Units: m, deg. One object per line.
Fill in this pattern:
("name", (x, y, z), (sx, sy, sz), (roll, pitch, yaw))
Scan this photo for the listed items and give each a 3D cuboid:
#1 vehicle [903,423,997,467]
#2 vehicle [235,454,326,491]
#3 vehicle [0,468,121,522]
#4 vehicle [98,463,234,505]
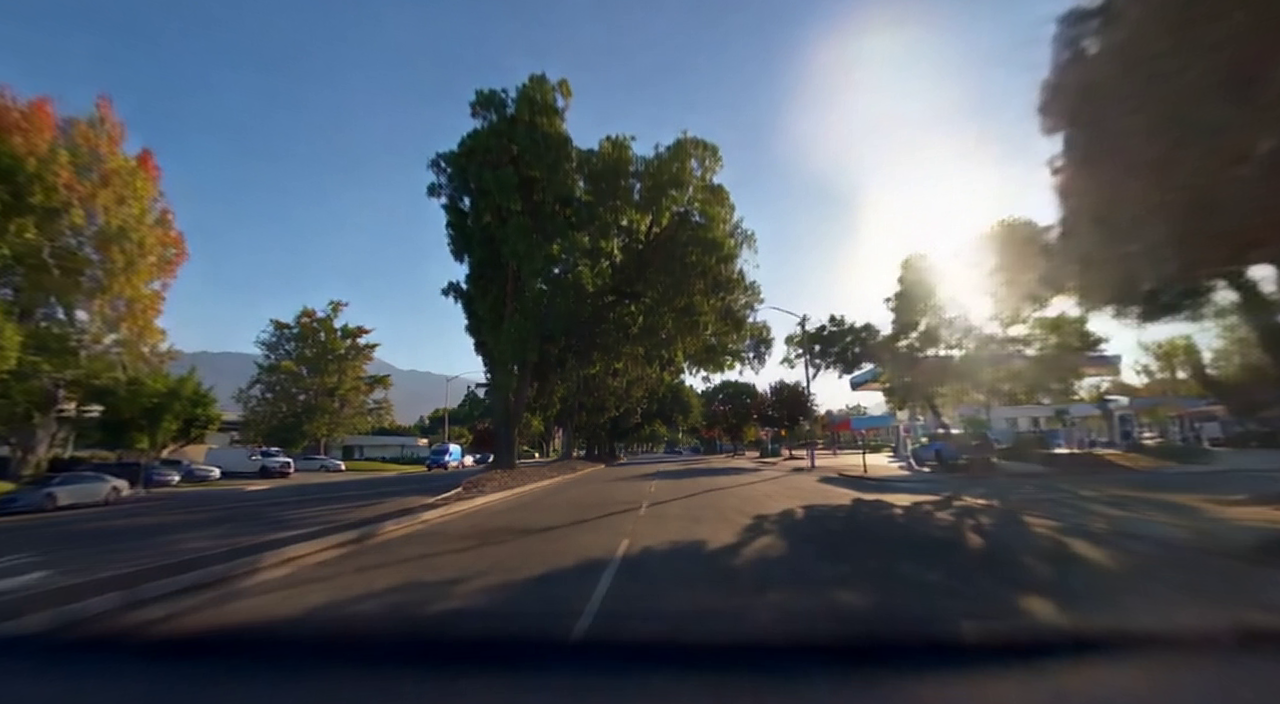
("vehicle", (14.472, 4.414, 29.871), (2.108, 1.877, 4.807), (-1, -9, 2))
("vehicle", (-19.510, 6.503, 34.558), (1.988, 1.785, 4.802), (-1, -9, 2))
("vehicle", (-20.220, 4.652, 20.868), (1.924, 1.479, 4.706), (-1, -9, 4))
("vehicle", (-19.855, 5.508, 26.776), (1.787, 1.471, 4.709), (-1, -9, 6))
